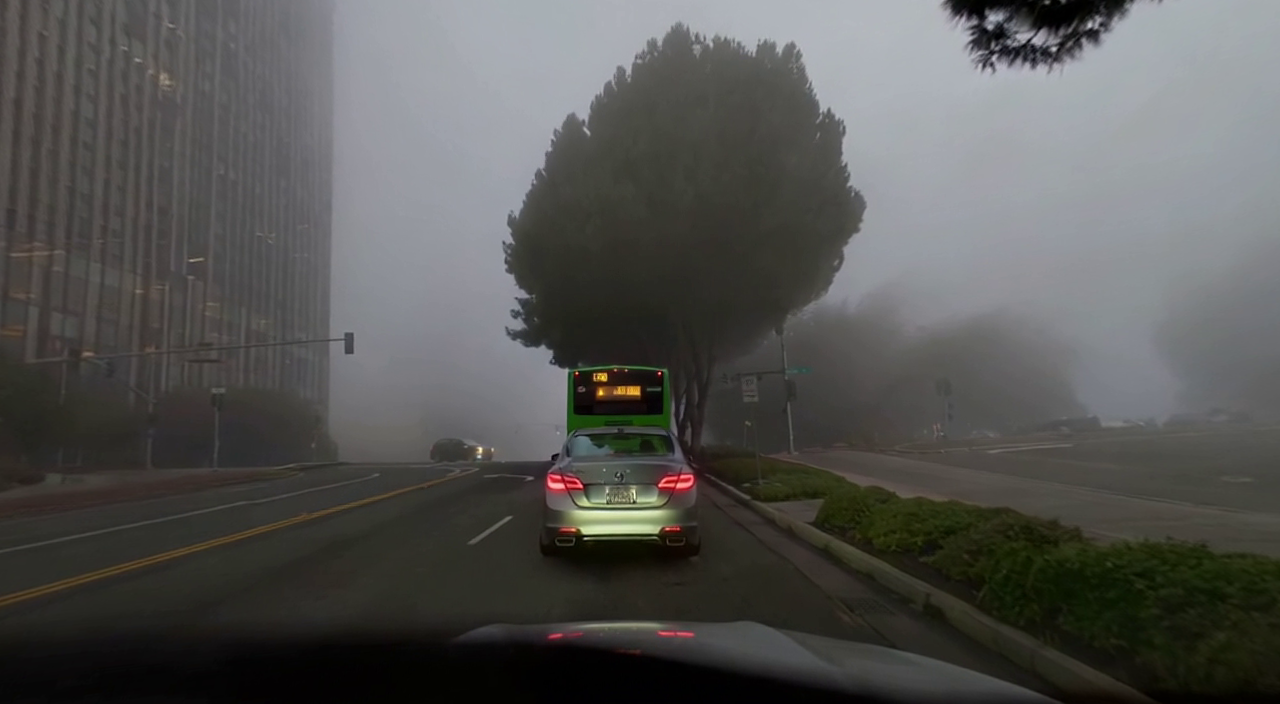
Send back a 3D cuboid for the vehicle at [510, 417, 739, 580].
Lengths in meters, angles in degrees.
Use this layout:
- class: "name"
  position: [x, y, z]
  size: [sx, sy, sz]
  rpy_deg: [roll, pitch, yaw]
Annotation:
- class: "vehicle"
  position: [-0.196, 1.587, 7.707]
  size: [2.064, 1.452, 3.942]
  rpy_deg: [0, -8, -2]
